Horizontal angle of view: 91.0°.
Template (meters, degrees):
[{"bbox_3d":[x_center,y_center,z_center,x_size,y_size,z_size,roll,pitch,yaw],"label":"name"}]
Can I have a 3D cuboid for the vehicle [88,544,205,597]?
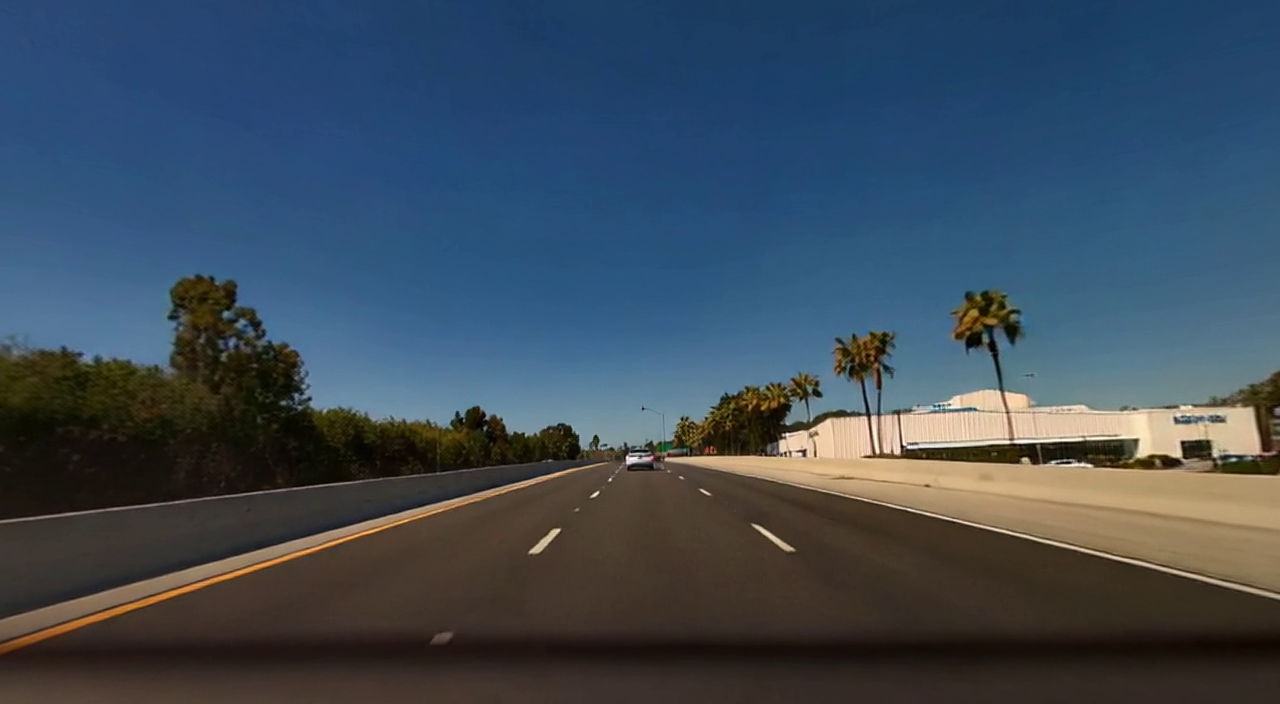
[{"bbox_3d":[-29.731,13.162,38.260,2.309,1.963,5.918,-1,-8,0],"label":"vehicle"}]

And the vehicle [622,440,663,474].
[{"bbox_3d":[0.116,5.680,34.322,2.089,1.718,4.193,0,-9,-1],"label":"vehicle"}]
